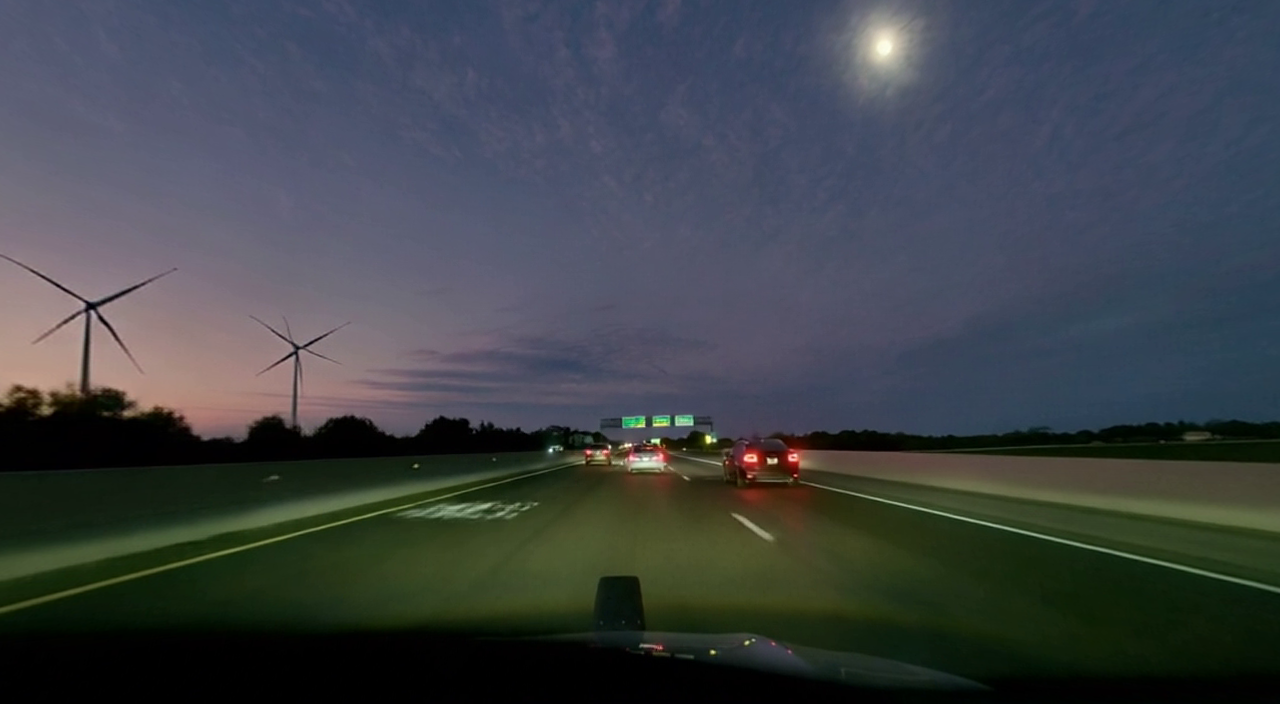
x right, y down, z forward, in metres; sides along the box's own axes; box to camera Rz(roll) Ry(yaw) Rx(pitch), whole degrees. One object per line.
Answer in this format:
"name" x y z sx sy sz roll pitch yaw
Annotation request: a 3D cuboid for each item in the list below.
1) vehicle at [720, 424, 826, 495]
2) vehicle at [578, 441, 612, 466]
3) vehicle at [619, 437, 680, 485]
"vehicle" 3.880 3.250 19.354 2.104 1.861 4.956 0 -9 -1
"vehicle" -3.396 7.749 48.229 2.131 1.784 4.635 0 -9 1
"vehicle" 0.332 4.075 23.766 2.083 1.653 3.787 0 -9 0
